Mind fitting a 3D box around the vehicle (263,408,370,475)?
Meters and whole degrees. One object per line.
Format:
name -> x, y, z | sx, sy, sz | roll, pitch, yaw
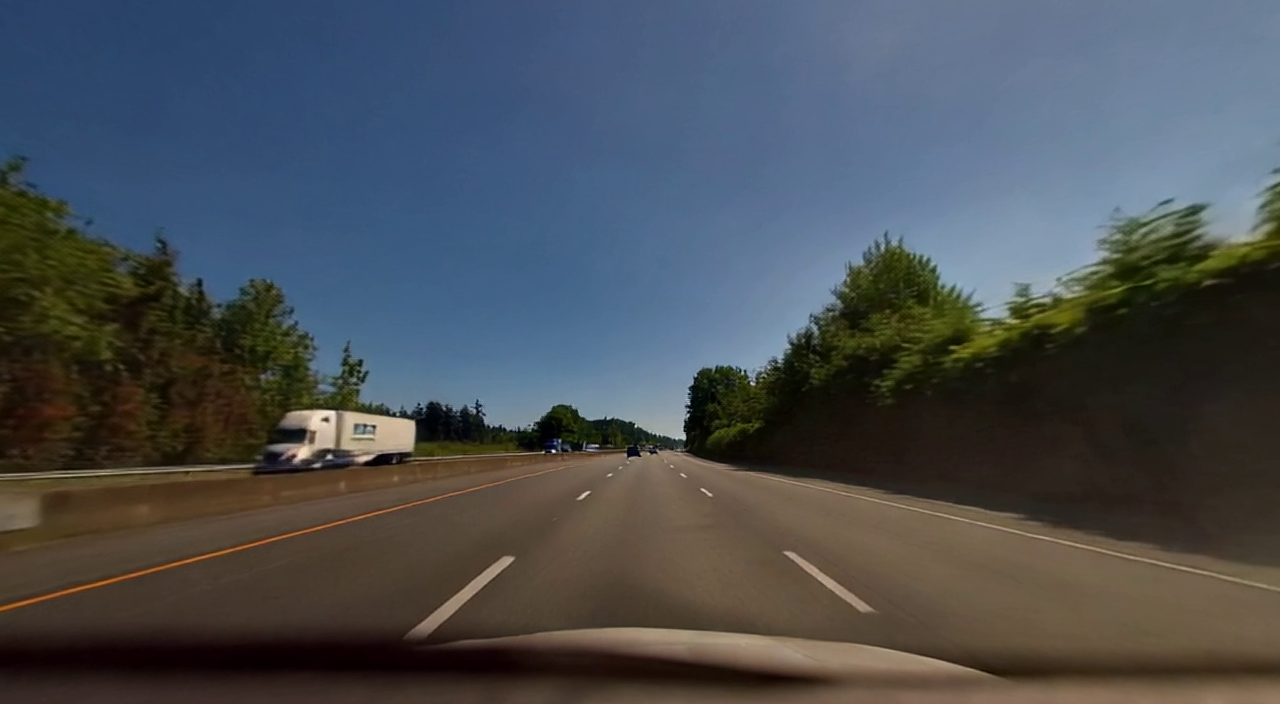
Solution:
vehicle -> -18.676, 5.281, 36.861 | 2.996, 3.547, 5.905 | 0, -9, 0
